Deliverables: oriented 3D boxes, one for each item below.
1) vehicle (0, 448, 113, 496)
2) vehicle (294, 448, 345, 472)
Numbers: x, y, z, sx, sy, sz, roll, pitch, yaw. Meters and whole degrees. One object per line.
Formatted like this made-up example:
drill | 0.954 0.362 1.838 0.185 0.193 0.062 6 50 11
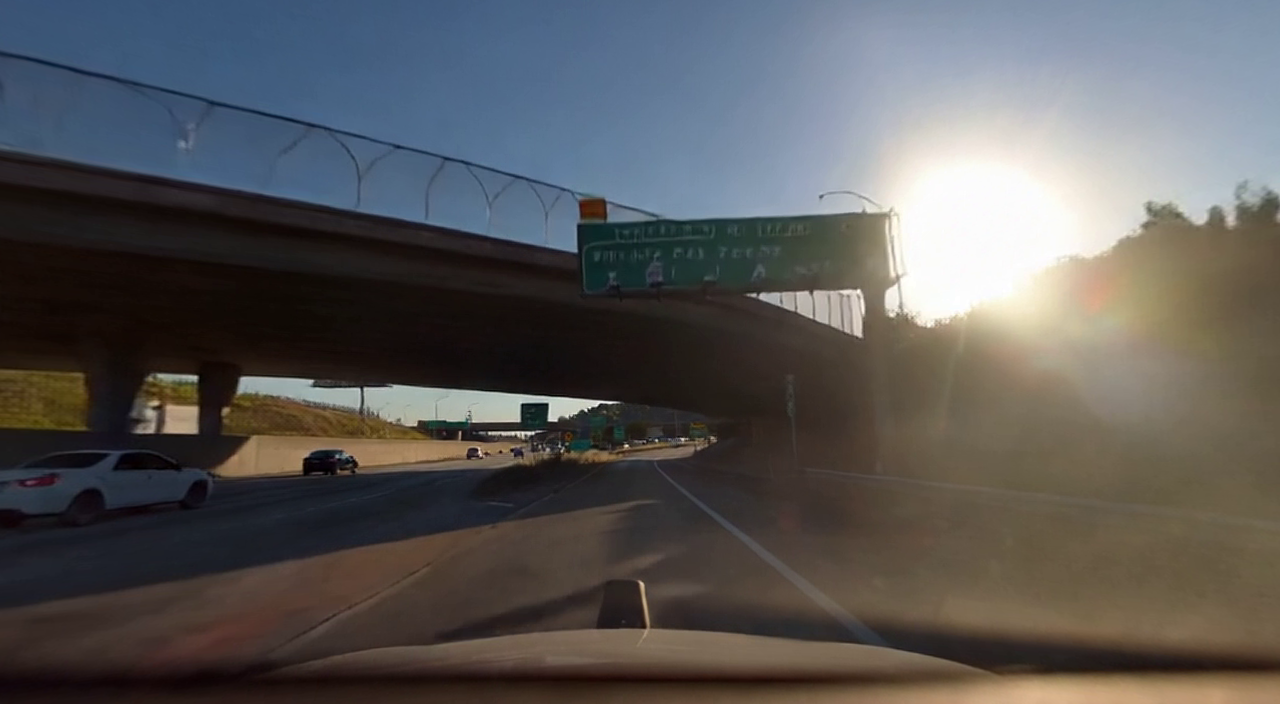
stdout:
vehicle | -25.702 5.020 26.769 2.220 1.806 5.471 1 -9 -6
vehicle | -24.825 8.379 48.924 2.093 1.735 4.285 1 -9 -6
